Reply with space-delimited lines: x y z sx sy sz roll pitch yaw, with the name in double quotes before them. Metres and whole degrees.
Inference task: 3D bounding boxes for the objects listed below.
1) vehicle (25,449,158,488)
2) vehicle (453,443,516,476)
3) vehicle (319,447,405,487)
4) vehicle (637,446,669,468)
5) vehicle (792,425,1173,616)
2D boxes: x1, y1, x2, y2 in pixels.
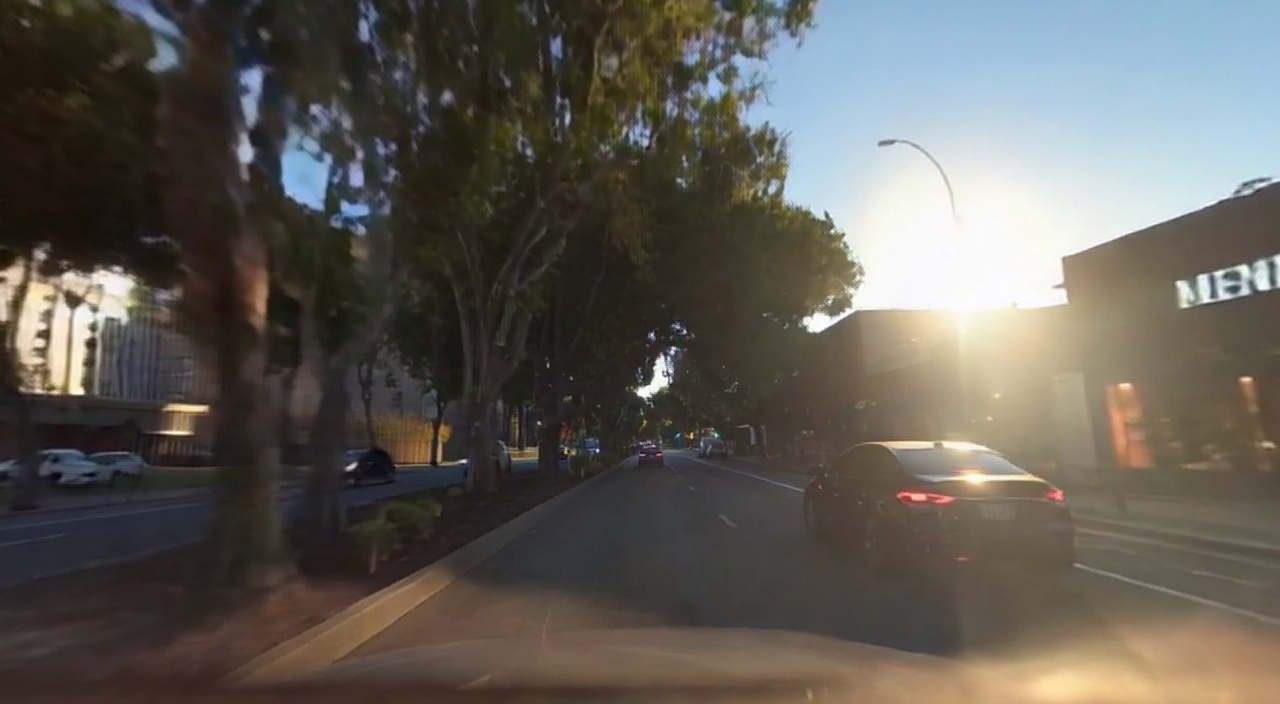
"vehicle" -26.549 5.636 30.817 1.913 1.678 5.017 0 -8 1
"vehicle" -8.139 5.652 33.441 2.013 1.637 4.479 -1 -8 2
"vehicle" -11.912 4.947 27.356 1.869 1.529 4.355 -1 -9 -2
"vehicle" 0.800 6.610 39.901 1.945 1.343 3.827 0 -8 0
"vehicle" 3.217 1.639 7.089 1.989 1.498 4.050 0 -8 0
